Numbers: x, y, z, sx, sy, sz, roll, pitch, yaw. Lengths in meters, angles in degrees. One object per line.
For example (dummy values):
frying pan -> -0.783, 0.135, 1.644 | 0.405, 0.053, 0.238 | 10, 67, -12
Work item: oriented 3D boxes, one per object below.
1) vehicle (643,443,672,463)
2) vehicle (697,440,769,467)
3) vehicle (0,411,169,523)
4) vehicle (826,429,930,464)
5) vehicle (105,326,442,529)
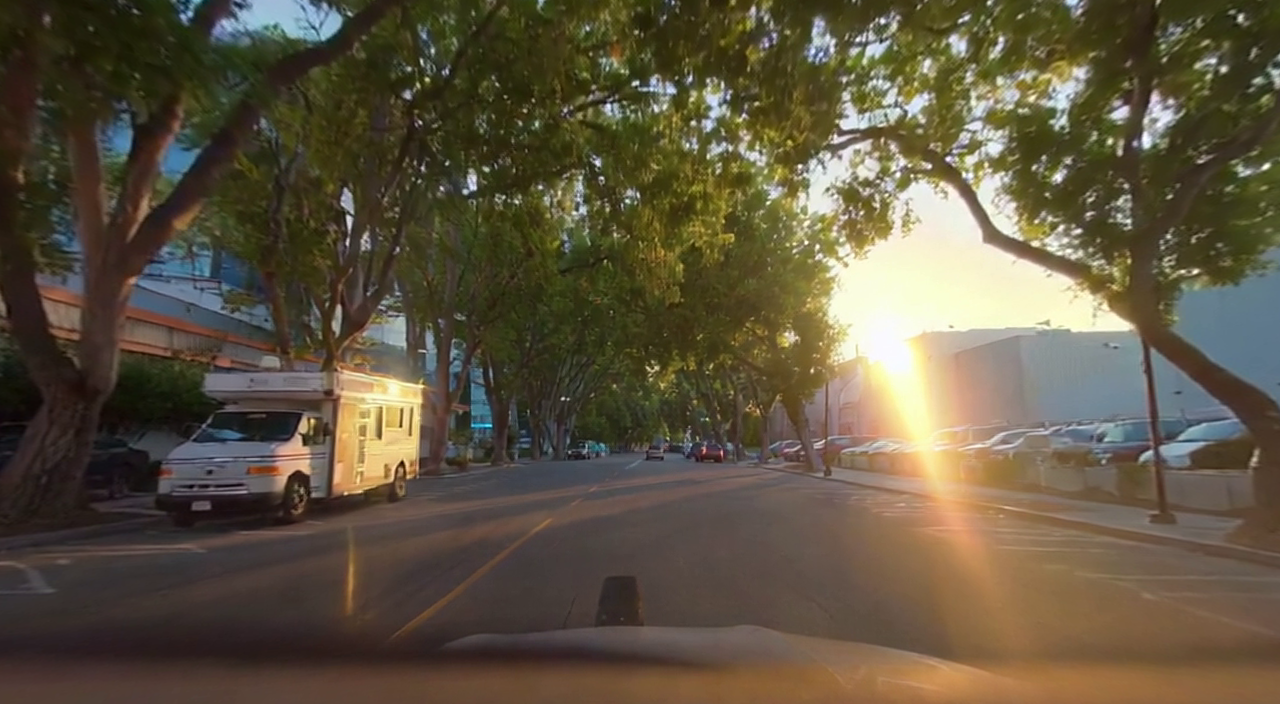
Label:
vehicle -> 1.313, 7.757, 48.808 | 2.046, 1.445, 4.001 | 0, -8, 0
vehicle -> 6.273, 6.803, 42.557 | 4.626, 1.723, 1.939 | 5, -10, -31
vehicle -> -11.006, 1.947, 10.897 | 1.944, 1.742, 4.657 | -1, -8, 4
vehicle -> 14.737, 5.870, 39.386 | 5.540, 2.045, 2.259 | 0, -8, 0
vehicle -> -6.917, 1.707, 13.627 | 2.968, 3.222, 7.036 | 0, -9, 0
